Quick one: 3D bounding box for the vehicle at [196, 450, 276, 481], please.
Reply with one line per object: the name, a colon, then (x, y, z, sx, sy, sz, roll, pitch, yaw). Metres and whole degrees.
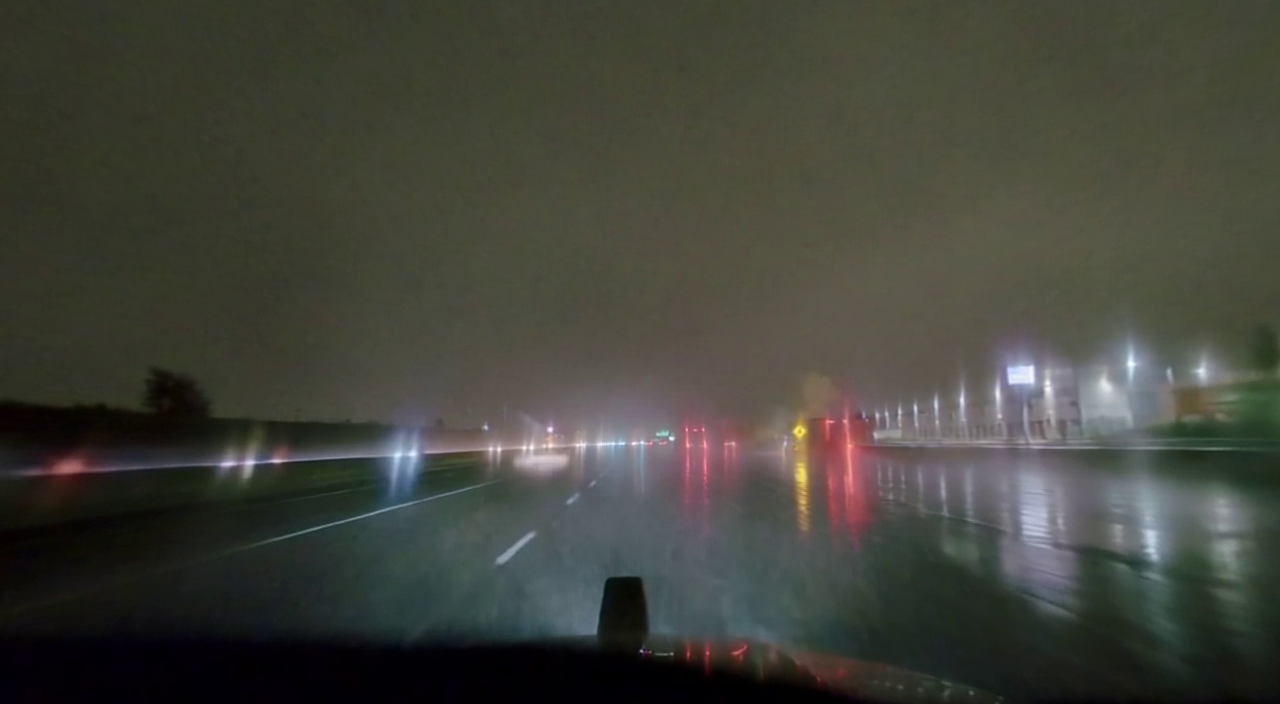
vehicle: (-27.389, 7.659, 42.967, 2.166, 1.899, 4.886, 0, -8, 0)
